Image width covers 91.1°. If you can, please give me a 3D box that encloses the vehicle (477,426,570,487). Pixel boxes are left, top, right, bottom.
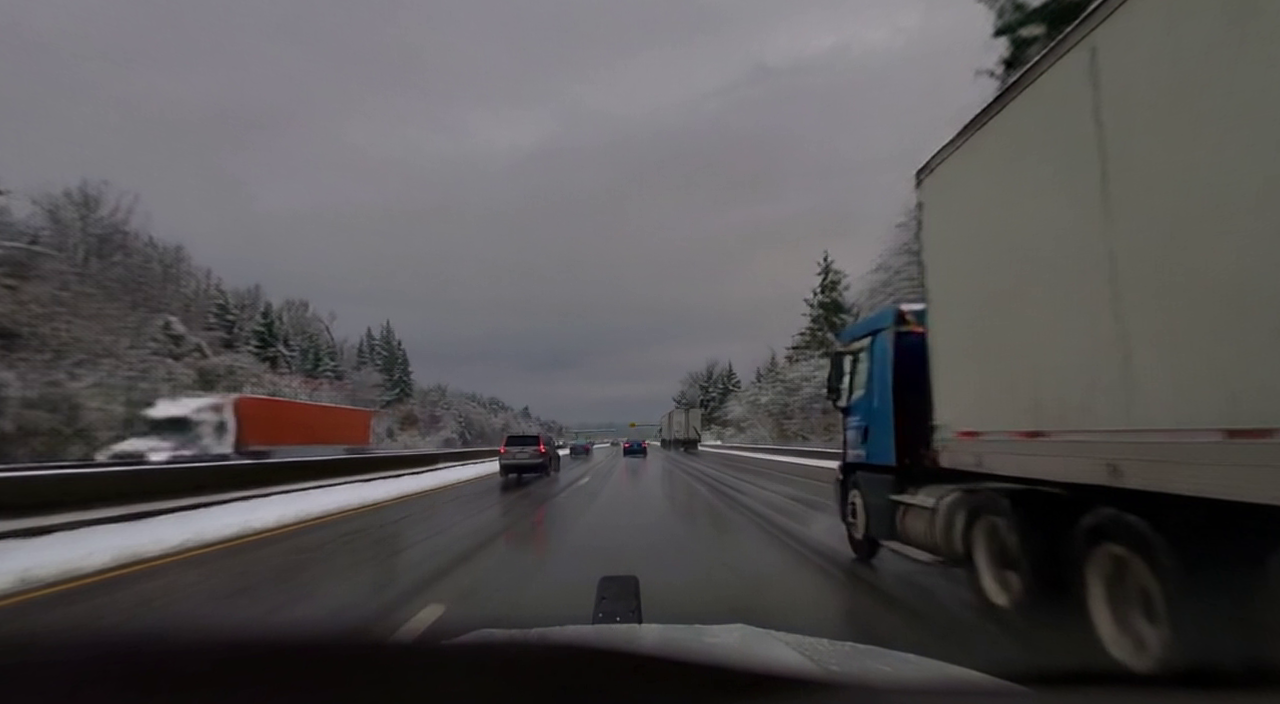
[{"bbox_3d":[-3.475,3.207,19.712,2.054,1.671,4.445,0,-8,0],"label":"vehicle"}]

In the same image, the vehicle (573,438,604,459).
[{"bbox_3d":[-3.877,7.382,48.076,2.021,1.514,4.190,0,-8,0],"label":"vehicle"}]

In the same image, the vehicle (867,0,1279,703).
[{"bbox_3d":[3.787,-0.235,2.869,3.009,3.673,6.099,1,-7,-2],"label":"vehicle"}]

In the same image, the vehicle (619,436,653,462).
[{"bbox_3d":[-0.318,6.276,40.701,2.088,1.567,4.240,0,-8,-1],"label":"vehicle"}]

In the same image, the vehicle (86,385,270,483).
[{"bbox_3d":[-19.690,3.585,27.482,2.909,3.719,6.646,1,-8,-1],"label":"vehicle"}]
